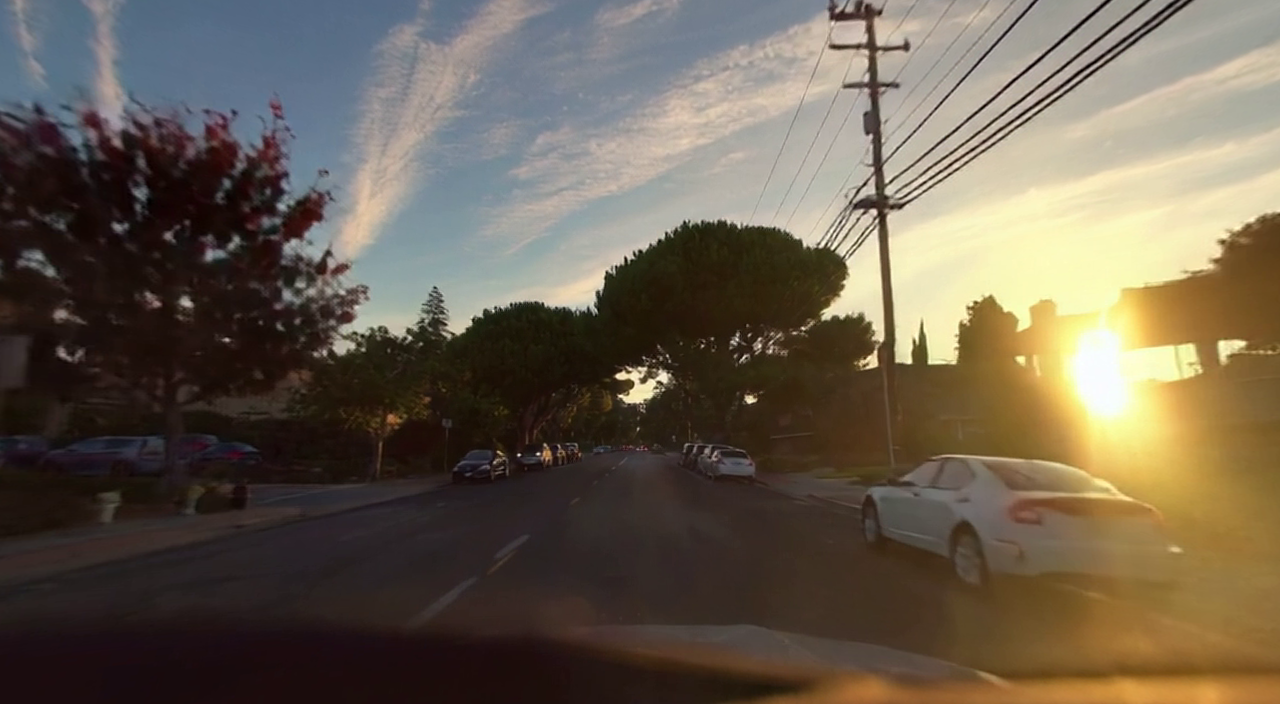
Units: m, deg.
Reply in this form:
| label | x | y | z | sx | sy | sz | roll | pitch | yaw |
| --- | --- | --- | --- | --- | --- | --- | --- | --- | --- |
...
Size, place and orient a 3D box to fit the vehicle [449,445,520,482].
| label | x | y | z | sx | sy | sz | roll | pitch | yaw |
| --- | --- | --- | --- | --- | --- | --- | --- | --- | --- |
| vehicle | -6.599 | 4.766 | 27.302 | 2.031 | 1.454 | 4.410 | 0 | -9 | -1 |

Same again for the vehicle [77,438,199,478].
| label | x | y | z | sx | sy | sz | roll | pitch | yaw |
| --- | --- | --- | --- | --- | --- | --- | --- | --- | --- |
| vehicle | -20.346 | 4.291 | 25.845 | 1.791 | 1.500 | 3.846 | 0 | -9 | 1 |

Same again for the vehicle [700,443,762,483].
| label | x | y | z | sx | sy | sz | roll | pitch | yaw |
| --- | --- | --- | --- | --- | --- | --- | --- | --- | --- |
| vehicle | 3.548 | 4.410 | 25.401 | 1.763 | 1.432 | 4.323 | 0 | -9 | -1 |

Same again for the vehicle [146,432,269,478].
| label | x | y | z | sx | sy | sz | roll | pitch | yaw |
| --- | --- | --- | --- | --- | --- | --- | --- | --- | --- |
| vehicle | -17.949 | 4.290 | 26.557 | 1.925 | 1.750 | 4.489 | 0 | -9 | 0 |

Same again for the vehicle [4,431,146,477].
| label | x | y | z | sx | sy | sz | roll | pitch | yaw |
| --- | --- | --- | --- | --- | --- | --- | --- | --- | --- |
| vehicle | -23.235 | 4.212 | 26.243 | 1.879 | 1.761 | 4.199 | 0 | -9 | 1 |

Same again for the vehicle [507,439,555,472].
| label | x | y | z | sx | sy | sz | roll | pitch | yaw |
| --- | --- | --- | --- | --- | --- | --- | --- | --- | --- |
| vehicle | -6.490 | 6.207 | 38.076 | 2.031 | 1.799 | 4.587 | 0 | -9 | 0 |

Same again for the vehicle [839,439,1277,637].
| label | x | y | z | sx | sy | sz | roll | pitch | yaw |
| --- | --- | --- | --- | --- | --- | --- | --- | --- | --- |
| vehicle | 3.757 | 1.687 | 6.759 | 1.782 | 1.439 | 4.037 | 0 | -9 | -3 |
